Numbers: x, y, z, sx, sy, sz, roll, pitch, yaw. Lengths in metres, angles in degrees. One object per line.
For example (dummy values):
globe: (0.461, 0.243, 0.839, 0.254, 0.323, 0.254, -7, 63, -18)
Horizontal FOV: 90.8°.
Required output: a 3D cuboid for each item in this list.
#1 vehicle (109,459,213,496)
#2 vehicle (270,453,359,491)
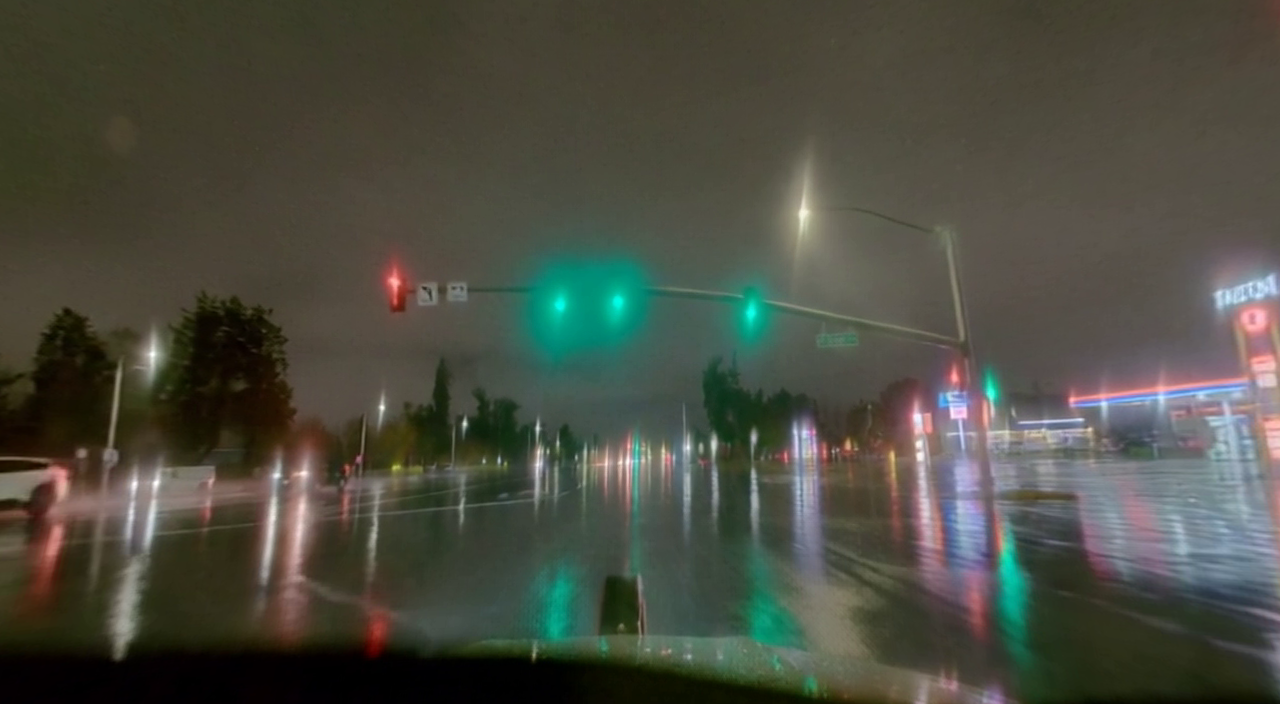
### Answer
vehicle: (-24.956, 6.547, 33.178, 2.098, 1.684, 4.388, 0, -9, -2)
vehicle: (-15.410, 5.664, 30.183, 2.053, 1.598, 4.336, 0, -9, -2)
